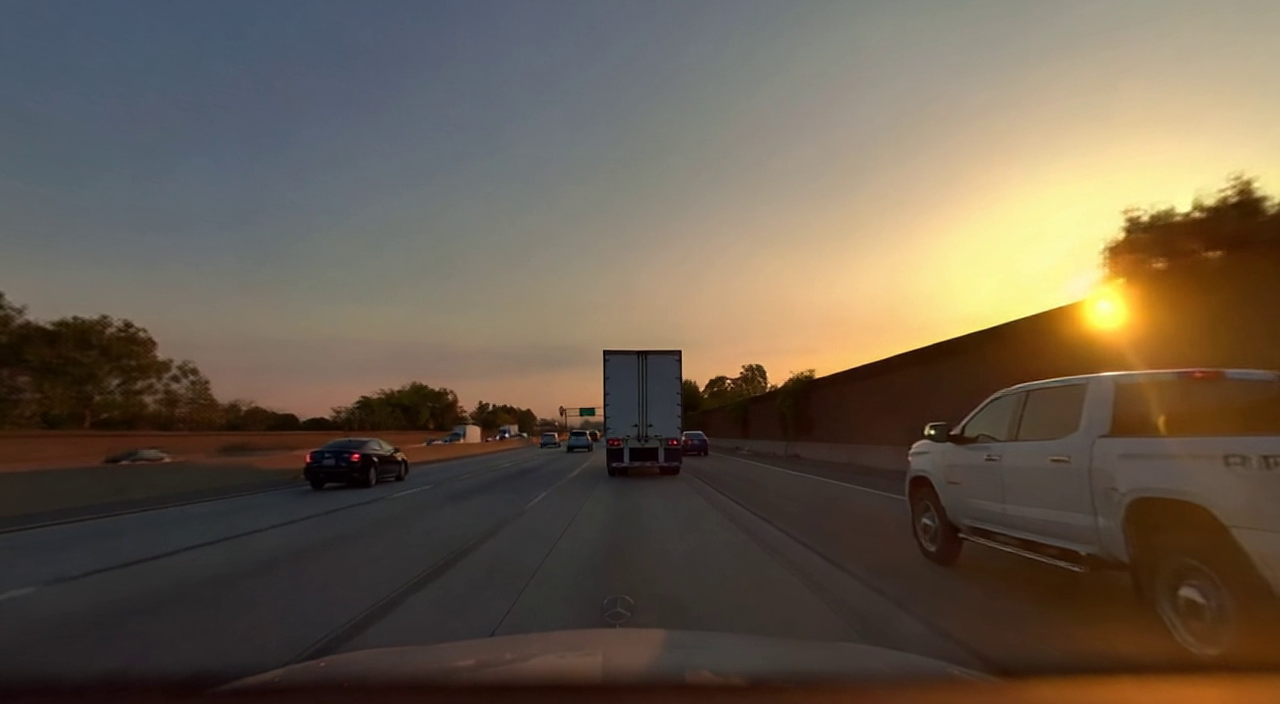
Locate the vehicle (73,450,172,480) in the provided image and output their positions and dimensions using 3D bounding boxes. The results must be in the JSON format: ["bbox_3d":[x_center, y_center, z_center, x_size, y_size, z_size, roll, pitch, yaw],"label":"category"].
[{"bbox_3d":[-30.705,6.684,37.518,1.840,1.591,4.869,0,-8,-1],"label":"vehicle"}]

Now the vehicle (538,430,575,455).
[{"bbox_3d":[-5.715,6.258,43.633,2.134,1.650,4.133,0,-8,-2],"label":"vehicle"}]

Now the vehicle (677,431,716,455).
[{"bbox_3d":[3.761,6.089,42.404,2.044,1.508,4.716,0,-8,-2],"label":"vehicle"}]

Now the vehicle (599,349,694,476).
[{"bbox_3d":[-0.074,2.558,24.675,2.904,3.915,10.473,0,-8,-3],"label":"vehicle"}]

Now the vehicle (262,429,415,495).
[{"bbox_3d":[-7.702,2.810,16.571,2.059,1.500,4.001,0,-8,-1],"label":"vehicle"}]

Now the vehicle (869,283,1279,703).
[{"bbox_3d":[3.588,0.873,4.229,2.118,1.832,4.901,0,-8,-1],"label":"vehicle"}]
